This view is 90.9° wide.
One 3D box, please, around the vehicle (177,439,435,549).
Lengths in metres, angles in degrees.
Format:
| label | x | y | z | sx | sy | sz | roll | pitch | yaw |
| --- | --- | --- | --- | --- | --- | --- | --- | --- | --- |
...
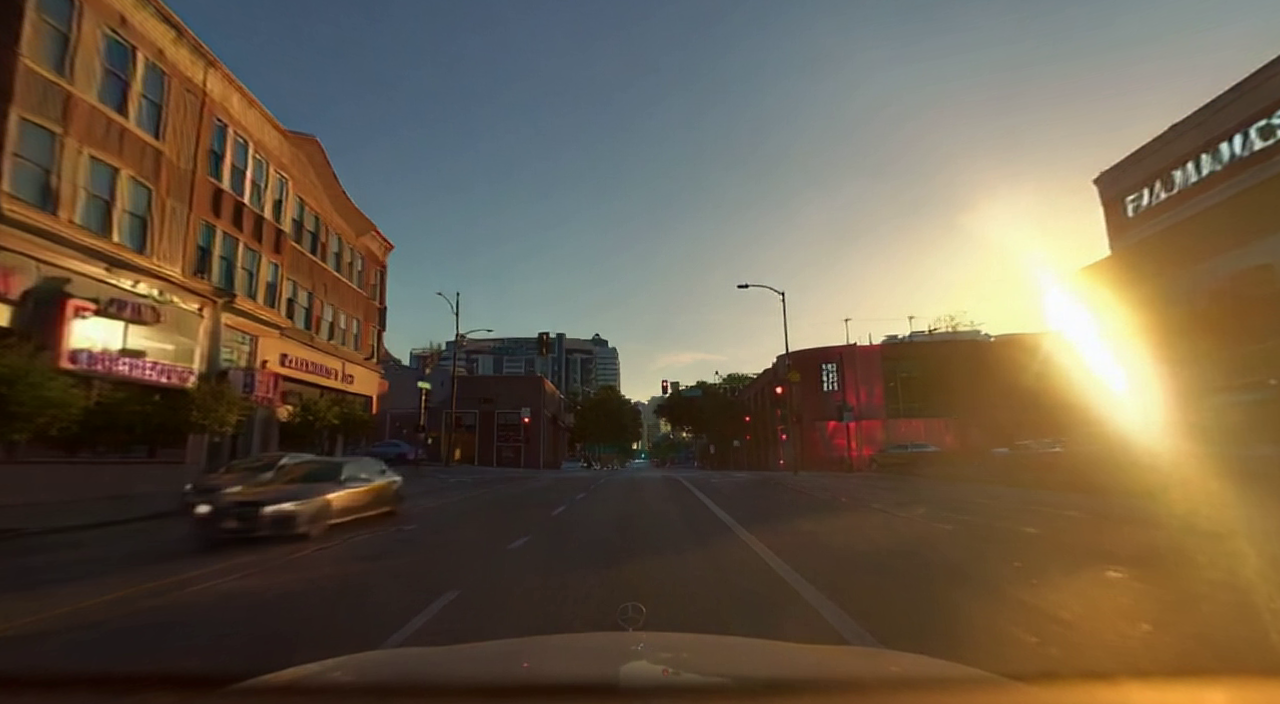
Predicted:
| label | x | y | z | sx | sy | sz | roll | pitch | yaw |
| --- | --- | --- | --- | --- | --- | --- | --- | --- | --- |
| vehicle | -5.333 | 2.294 | 10.964 | 1.984 | 1.489 | 4.515 | 0 | -9 | 0 |
